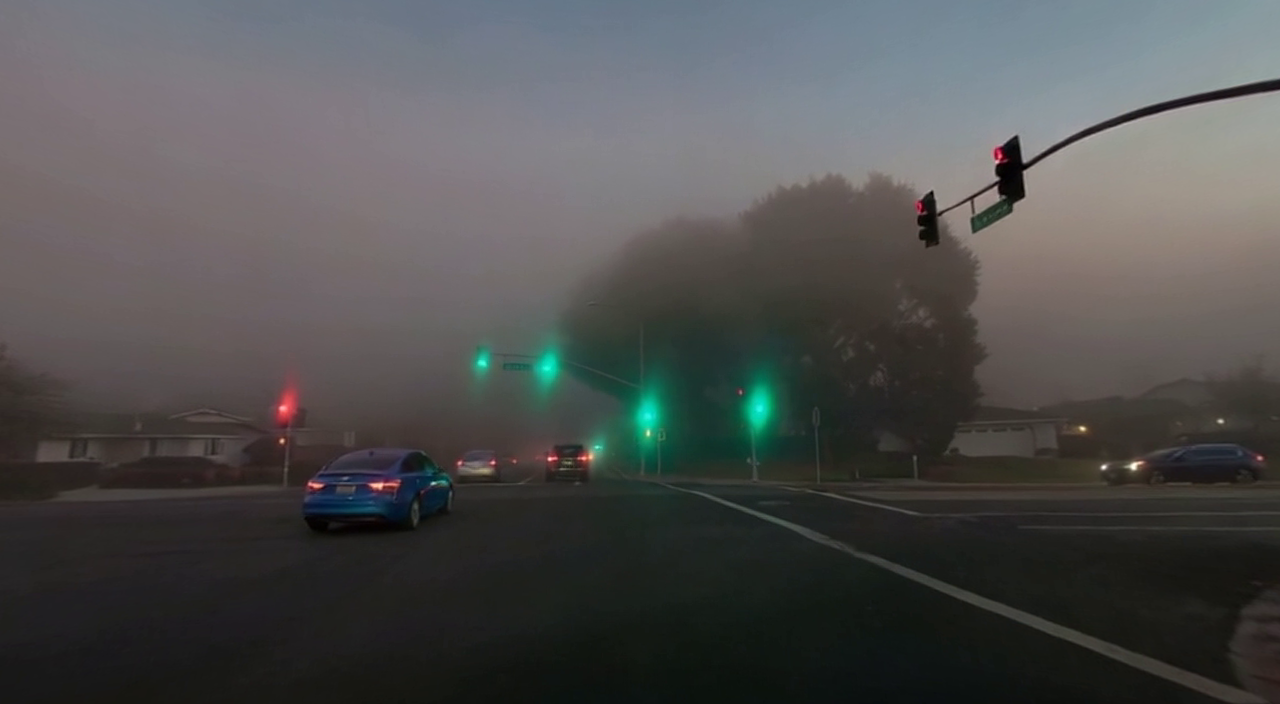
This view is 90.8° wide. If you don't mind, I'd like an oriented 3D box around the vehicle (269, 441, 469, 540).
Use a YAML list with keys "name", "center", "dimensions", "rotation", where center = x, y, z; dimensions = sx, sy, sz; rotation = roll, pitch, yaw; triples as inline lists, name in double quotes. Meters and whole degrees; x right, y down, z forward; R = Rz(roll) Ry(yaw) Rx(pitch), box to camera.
- name: "vehicle"
  center: [-4.792, 2.482, 12.098]
  dimensions: [1.977, 1.488, 4.741]
  rotation: [0, -9, -3]

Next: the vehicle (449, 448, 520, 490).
- name: "vehicle"
  center: [-5.980, 4.511, 24.820]
  dimensions: [1.934, 1.459, 4.368]
  rotation: [0, -9, -4]

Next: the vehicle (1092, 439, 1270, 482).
- name: "vehicle"
  center: [19.060, 3.849, 22.465]
  dimensions: [4.353, 1.431, 1.876]
  rotation: [-2, -9, 9]

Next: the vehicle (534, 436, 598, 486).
- name: "vehicle"
  center: [-3.001, 4.479, 26.262]
  dimensions: [2.396, 1.881, 4.606]
  rotation: [1, -9, -5]

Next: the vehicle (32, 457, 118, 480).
- name: "vehicle"
  center: [-39.277, 8.103, 44.064]
  dimensions: [1.703, 1.466, 4.296]
  rotation: [-1, -9, 8]

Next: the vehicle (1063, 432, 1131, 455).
- name: "vehicle"
  center: [31.527, 6.346, 43.742]
  dimensions: [1.905, 1.483, 4.322]
  rotation: [-1, -9, 7]
